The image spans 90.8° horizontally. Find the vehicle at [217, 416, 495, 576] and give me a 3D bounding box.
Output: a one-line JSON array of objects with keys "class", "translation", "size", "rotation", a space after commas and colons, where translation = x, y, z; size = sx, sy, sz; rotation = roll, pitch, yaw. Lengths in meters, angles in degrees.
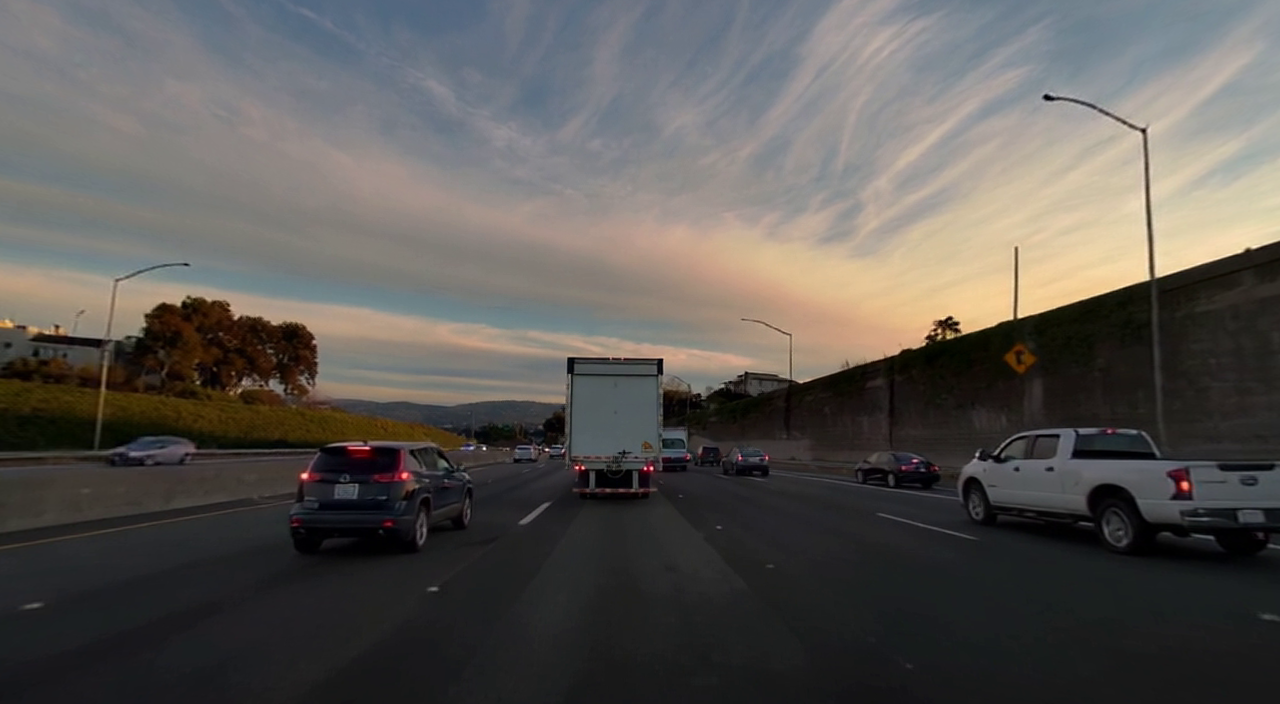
[{"class": "vehicle", "translation": [-3.433, 1.807, 8.696], "size": [1.946, 1.641, 4.105], "rotation": [0, -9, -1]}]

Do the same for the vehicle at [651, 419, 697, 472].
[{"class": "vehicle", "translation": [2.321, 6.895, 46.448], "size": [2.669, 3.491, 8.645], "rotation": [0, -9, -2]}]

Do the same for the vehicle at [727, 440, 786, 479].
[{"class": "vehicle", "translation": [6.114, 5.712, 33.781], "size": [2.070, 1.888, 4.546], "rotation": [0, -9, -2]}]

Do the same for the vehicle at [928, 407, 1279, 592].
[{"class": "vehicle", "translation": [6.271, 1.774, 8.575], "size": [2.188, 1.731, 5.031], "rotation": [0, -9, -2]}]

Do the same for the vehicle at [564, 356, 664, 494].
[{"class": "vehicle", "translation": [-0.774, 2.938, 24.018], "size": [2.906, 4.040, 10.743], "rotation": [0, -9, 0]}]

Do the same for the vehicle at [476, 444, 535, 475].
[{"class": "vehicle", "translation": [-6.994, 5.638, 33.358], "size": [1.973, 1.471, 4.779], "rotation": [-1, -9, 2]}]

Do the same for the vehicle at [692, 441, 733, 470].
[{"class": "vehicle", "translation": [5.508, 7.985, 48.823], "size": [2.297, 2.116, 5.052], "rotation": [0, -9, -3]}]

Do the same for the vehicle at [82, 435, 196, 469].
[{"class": "vehicle", "translation": [-23.451, 4.708, 29.830], "size": [1.786, 1.487, 4.495], "rotation": [0, -9, -1]}]
